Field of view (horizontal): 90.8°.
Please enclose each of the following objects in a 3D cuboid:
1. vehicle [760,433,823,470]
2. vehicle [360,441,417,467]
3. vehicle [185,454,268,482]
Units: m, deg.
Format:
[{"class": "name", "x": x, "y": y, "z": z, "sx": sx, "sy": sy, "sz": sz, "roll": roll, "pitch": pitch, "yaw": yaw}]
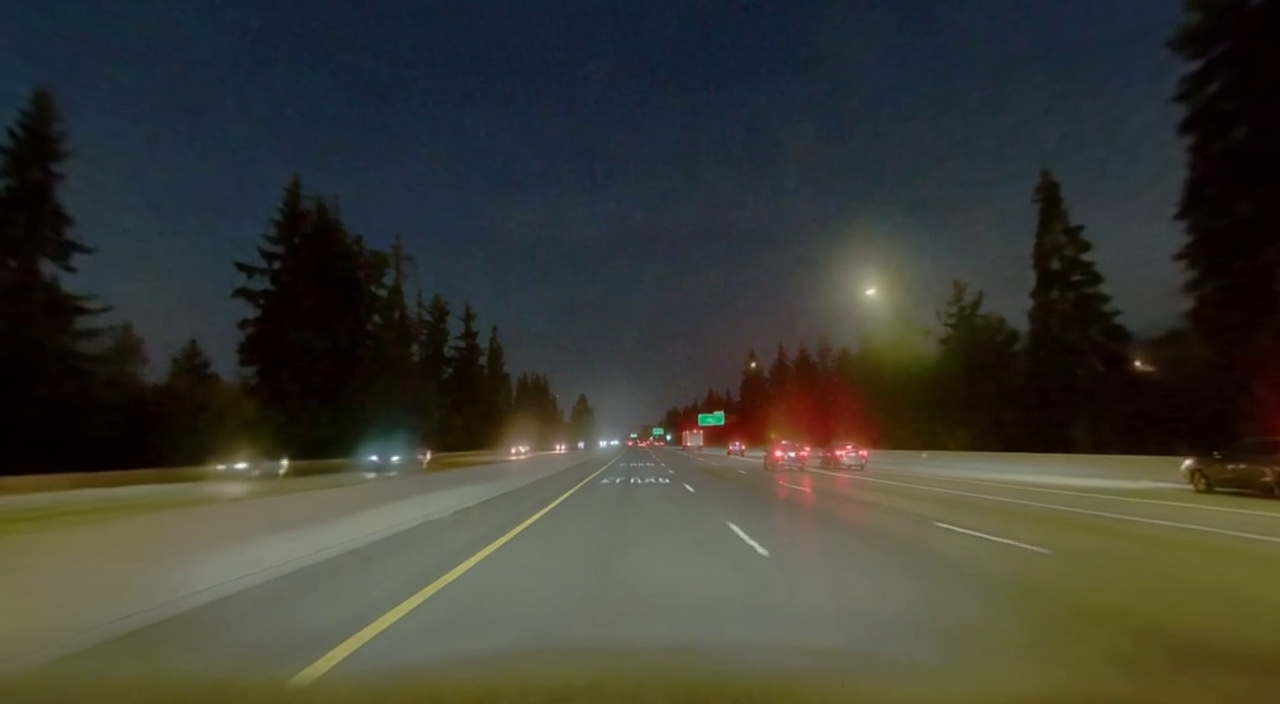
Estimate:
[{"class": "vehicle", "x": 7.998, "y": 5.307, "z": 33.880, "sx": 2.098, "sy": 1.820, "sz": 4.505, "roll": 1, "pitch": -9, "yaw": -2}, {"class": "vehicle", "x": -17.187, "y": 7.007, "z": 43.431, "sx": 1.996, "sy": 1.697, "sz": 4.653, "roll": 0, "pitch": -9, "yaw": 0}, {"class": "vehicle", "x": -24.883, "y": 6.965, "z": 38.280, "sx": 1.922, "sy": 1.525, "sz": 4.595, "roll": 0, "pitch": -8, "yaw": 0}]
